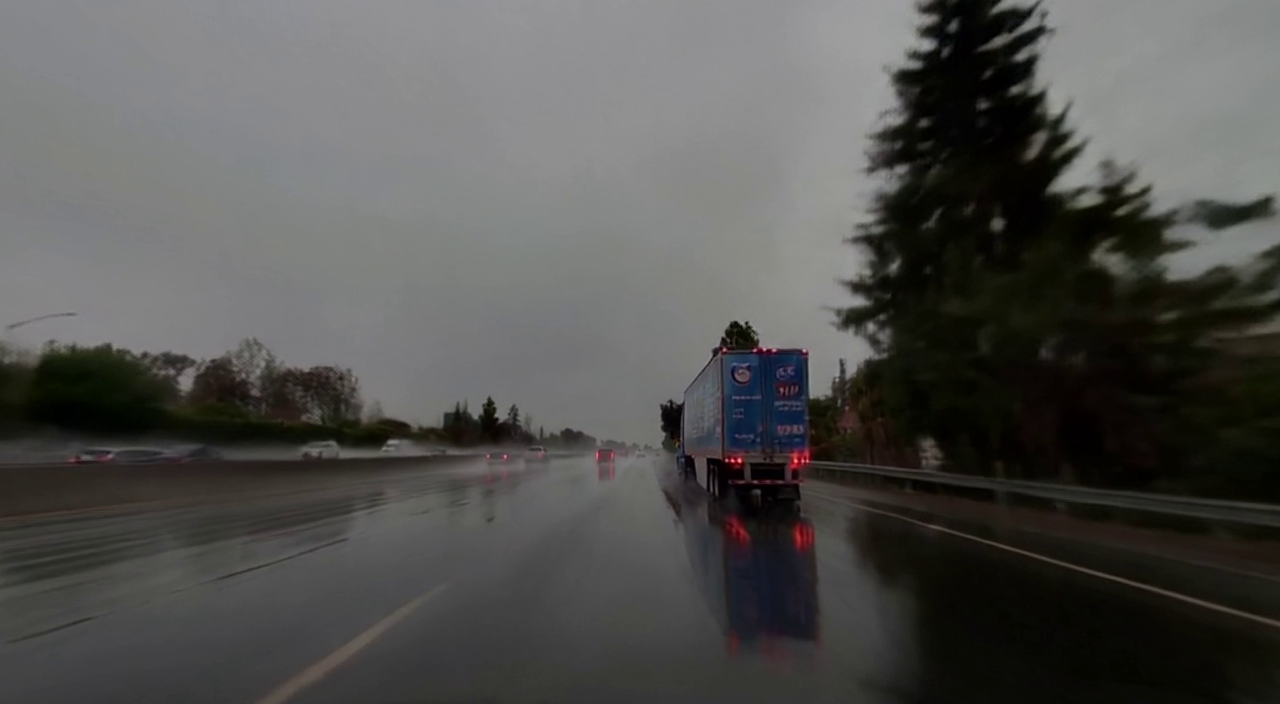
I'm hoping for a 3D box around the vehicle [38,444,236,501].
[{"bbox_3d":[-14.666,3.499,18.902,1.982,1.471,4.747,0,-9,1],"label":"vehicle"}]

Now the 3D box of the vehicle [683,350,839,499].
[{"bbox_3d":[3.844,3.121,25.136,3.140,4.100,15.551,0,-9,0],"label":"vehicle"}]
